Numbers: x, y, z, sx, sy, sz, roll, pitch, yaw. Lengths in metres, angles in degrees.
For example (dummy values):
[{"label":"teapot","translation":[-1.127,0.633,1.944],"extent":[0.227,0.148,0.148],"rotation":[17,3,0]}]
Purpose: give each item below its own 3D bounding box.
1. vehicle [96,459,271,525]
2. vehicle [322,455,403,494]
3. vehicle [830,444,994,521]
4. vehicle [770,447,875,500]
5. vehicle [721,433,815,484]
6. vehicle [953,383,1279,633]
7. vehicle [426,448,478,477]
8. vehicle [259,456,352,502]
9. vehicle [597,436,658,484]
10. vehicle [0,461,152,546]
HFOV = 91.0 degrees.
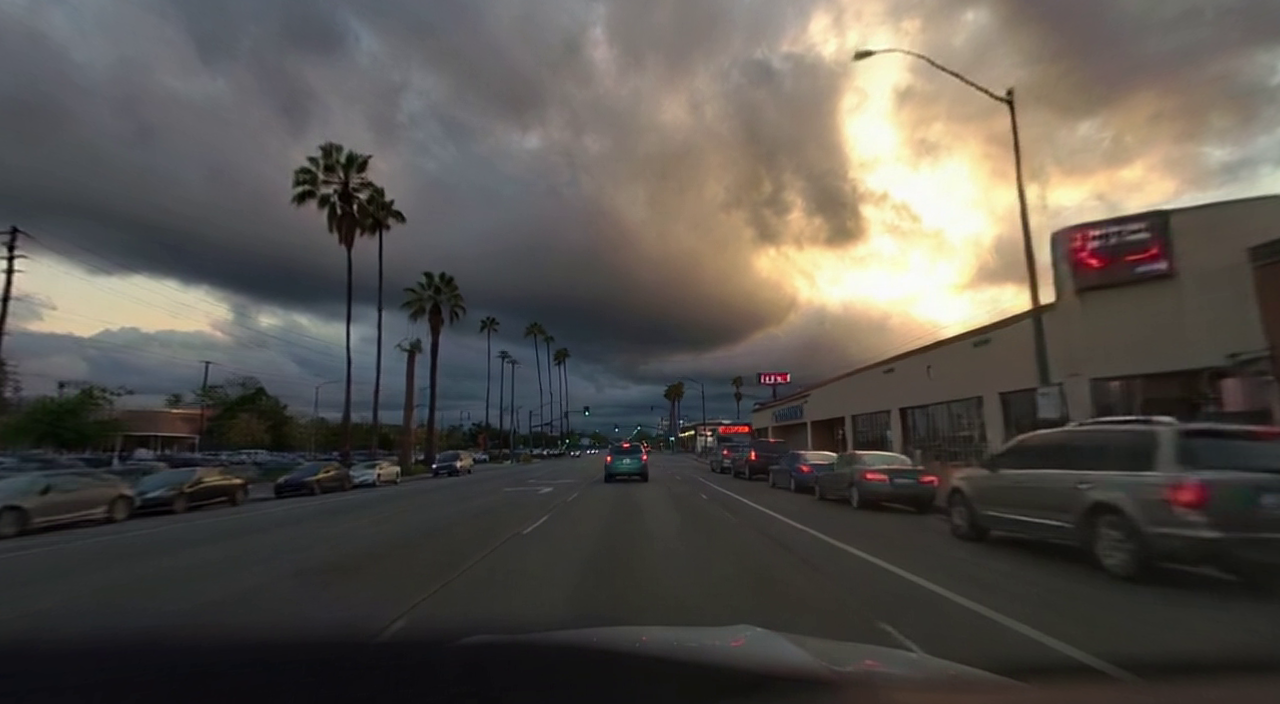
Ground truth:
[{"label":"vehicle","translation":[-13.067,3.988,18.453],"extent":[1.804,1.441,4.534],"rotation":[-4,-8,0]},{"label":"vehicle","translation":[-13.322,5.882,30.552],"extent":[1.914,1.489,4.523],"rotation":[-4,-8,0]},{"label":"vehicle","translation":[5.914,2.850,14.387],"extent":[1.727,1.456,4.569],"rotation":[0,-8,0]},{"label":"vehicle","translation":[5.562,3.728,19.878],"extent":[1.805,1.429,4.911],"rotation":[0,-8,-1]},{"label":"vehicle","translation":[5.425,4.638,27.789],"extent":[2.568,1.974,6.203],"rotation":[0,-8,-3]},{"label":"vehicle","translation":[5.864,1.527,7.158],"extent":[2.129,1.895,4.671],"rotation":[0,-8,-1]},{"label":"vehicle","translation":[-13.480,7.918,45.397],"extent":[2.296,1.847,4.856],"rotation":[-3,-8,0]},{"label":"vehicle","translation":[-13.267,5.019,25.232],"extent":[1.774,1.522,3.699],"rotation":[-2,-8,-1]},{"label":"vehicle","translation":[-0.453,4.274,25.173],"extent":[2.239,1.763,4.096],"rotation":[0,-8,0]},{"label":"vehicle","translation":[-13.200,3.277,13.645],"extent":[1.840,1.521,4.450],"rotation":[-6,-8,-1]}]
